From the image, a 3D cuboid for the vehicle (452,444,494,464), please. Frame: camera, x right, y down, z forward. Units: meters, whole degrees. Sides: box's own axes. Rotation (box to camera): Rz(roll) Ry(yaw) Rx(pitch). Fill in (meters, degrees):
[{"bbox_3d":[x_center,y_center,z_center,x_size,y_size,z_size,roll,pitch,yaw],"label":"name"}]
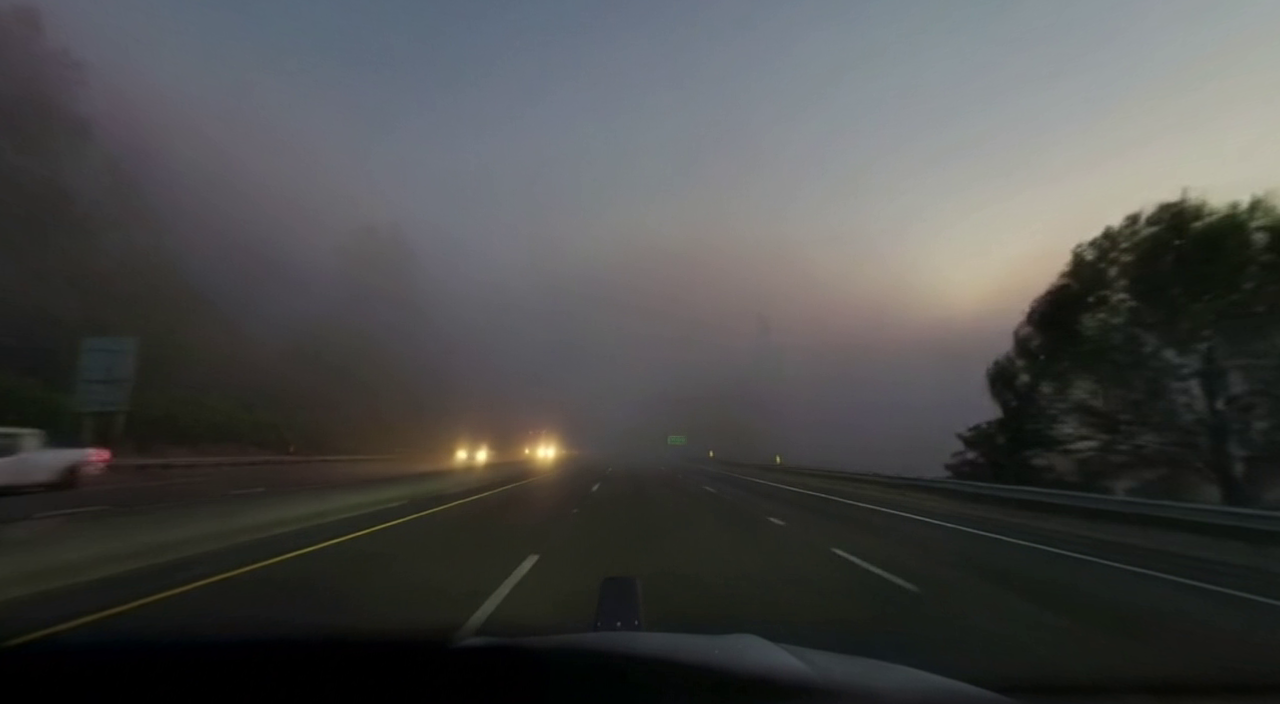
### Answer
[{"bbox_3d":[-12.893,7.927,48.860,2.027,1.452,4.580,0,-9,-1],"label":"vehicle"}]
